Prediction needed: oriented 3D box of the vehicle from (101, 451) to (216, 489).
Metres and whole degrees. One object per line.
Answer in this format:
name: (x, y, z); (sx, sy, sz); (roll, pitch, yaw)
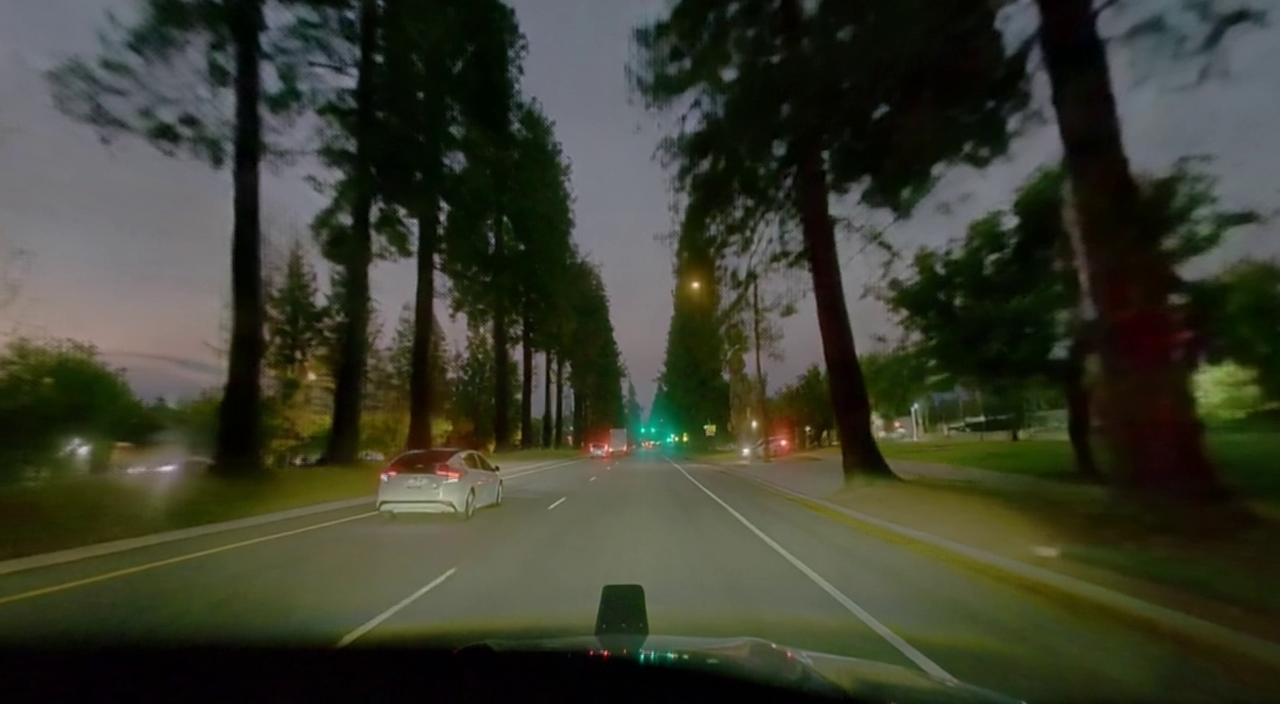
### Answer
vehicle: (-22.366, 5.465, 29.493); (2.054, 1.551, 4.166); (0, -8, 0)

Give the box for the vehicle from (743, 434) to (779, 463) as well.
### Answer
vehicle: (7.429, 5.966, 38.923); (1.594, 1.688, 2.861); (-1, -9, 0)

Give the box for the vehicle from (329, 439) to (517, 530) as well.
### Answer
vehicle: (-3.964, 2.492, 12.509); (2.033, 1.454, 4.512); (0, -8, 1)
